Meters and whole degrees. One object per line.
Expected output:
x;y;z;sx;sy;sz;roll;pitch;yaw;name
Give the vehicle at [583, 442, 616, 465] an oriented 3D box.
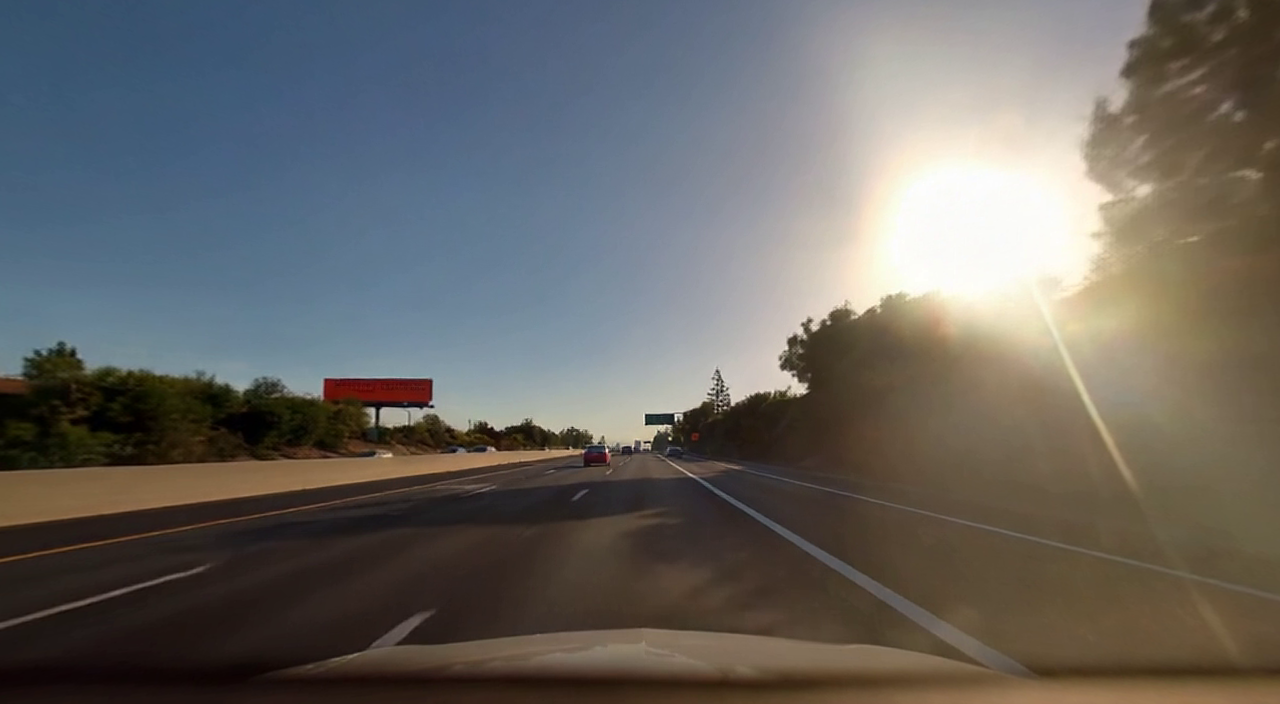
-3.117;7.976;49.695;2.319;1.738;4.355;0;-8;0;vehicle
